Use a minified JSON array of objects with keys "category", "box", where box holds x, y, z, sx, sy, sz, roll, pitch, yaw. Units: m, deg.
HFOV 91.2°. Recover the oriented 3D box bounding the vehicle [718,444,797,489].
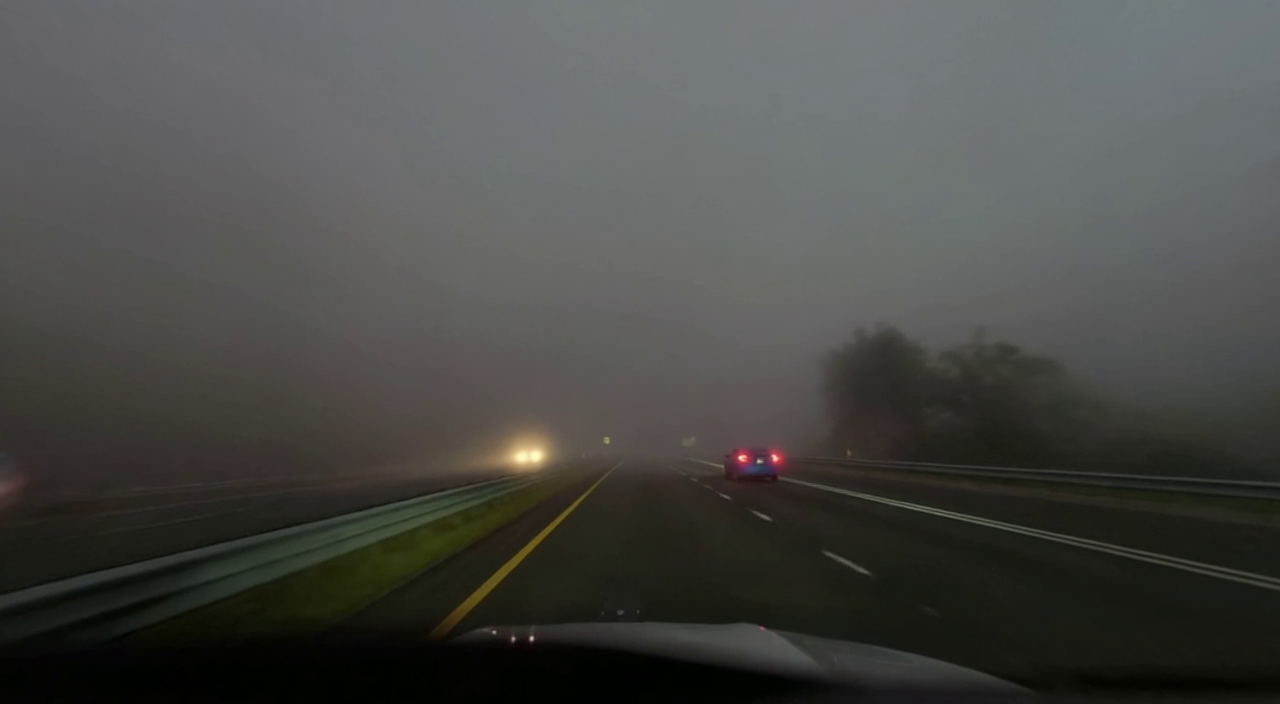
[{"category":"vehicle","box":[4.144,4.103,22.815,1.981,1.440,4.125,0,-9,-1]}]
